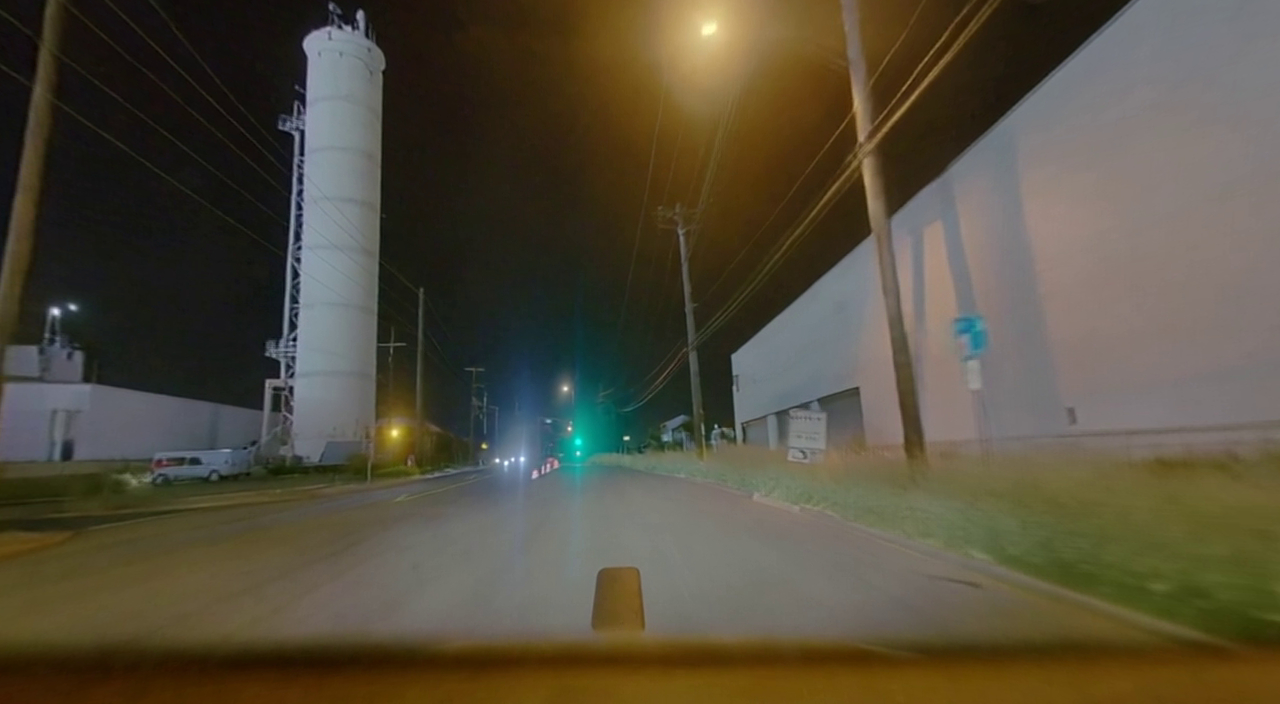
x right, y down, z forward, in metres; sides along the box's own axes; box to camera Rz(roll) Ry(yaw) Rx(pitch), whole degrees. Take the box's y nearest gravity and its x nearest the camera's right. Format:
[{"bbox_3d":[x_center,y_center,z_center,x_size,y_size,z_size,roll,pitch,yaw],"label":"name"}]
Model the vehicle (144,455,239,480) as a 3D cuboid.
[{"bbox_3d":[-26.894,6.921,37.982,4.184,1.411,1.855,1,-9,-6],"label":"vehicle"}]
